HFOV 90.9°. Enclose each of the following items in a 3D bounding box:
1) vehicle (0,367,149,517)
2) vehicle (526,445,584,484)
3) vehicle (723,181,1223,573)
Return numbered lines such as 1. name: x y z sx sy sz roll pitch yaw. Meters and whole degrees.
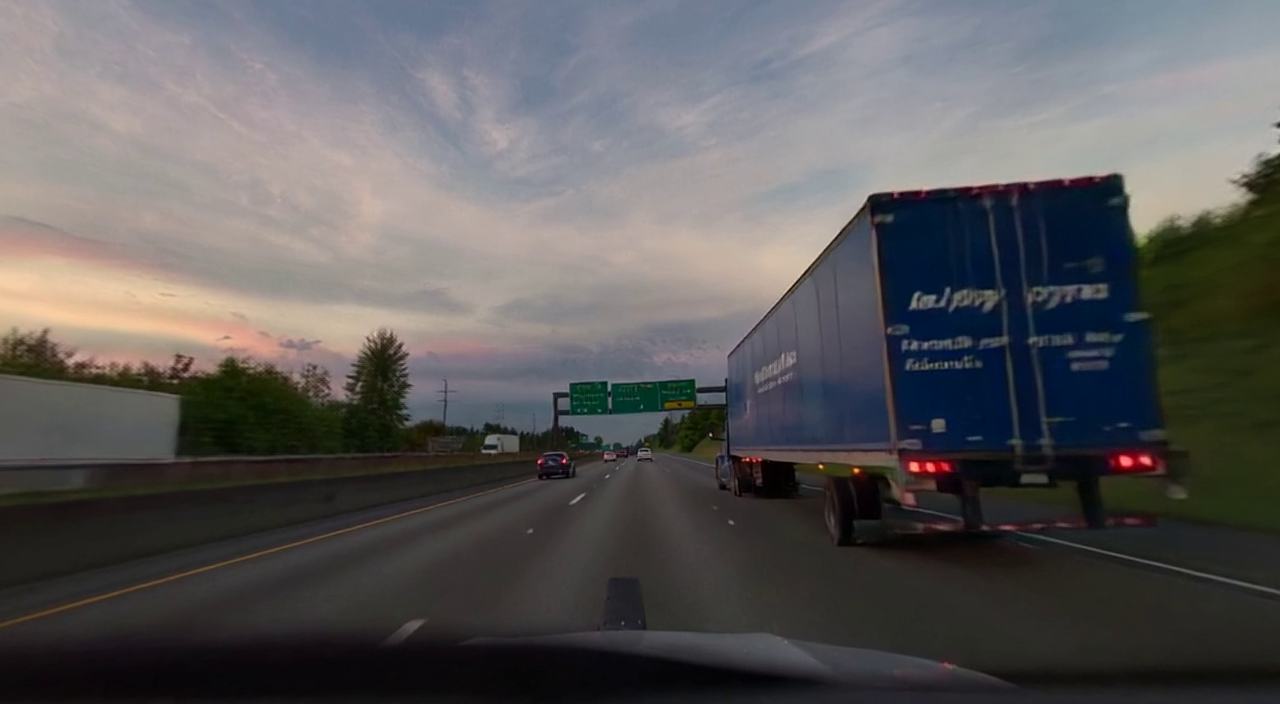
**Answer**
1. vehicle: -19.084 2.198 15.525 2.947 4.086 13.663 0 -9 0
2. vehicle: -3.550 4.790 27.082 1.918 1.510 4.006 0 -9 1
3. vehicle: 4.163 1.240 13.324 3.025 4.005 14.010 0 -9 0
